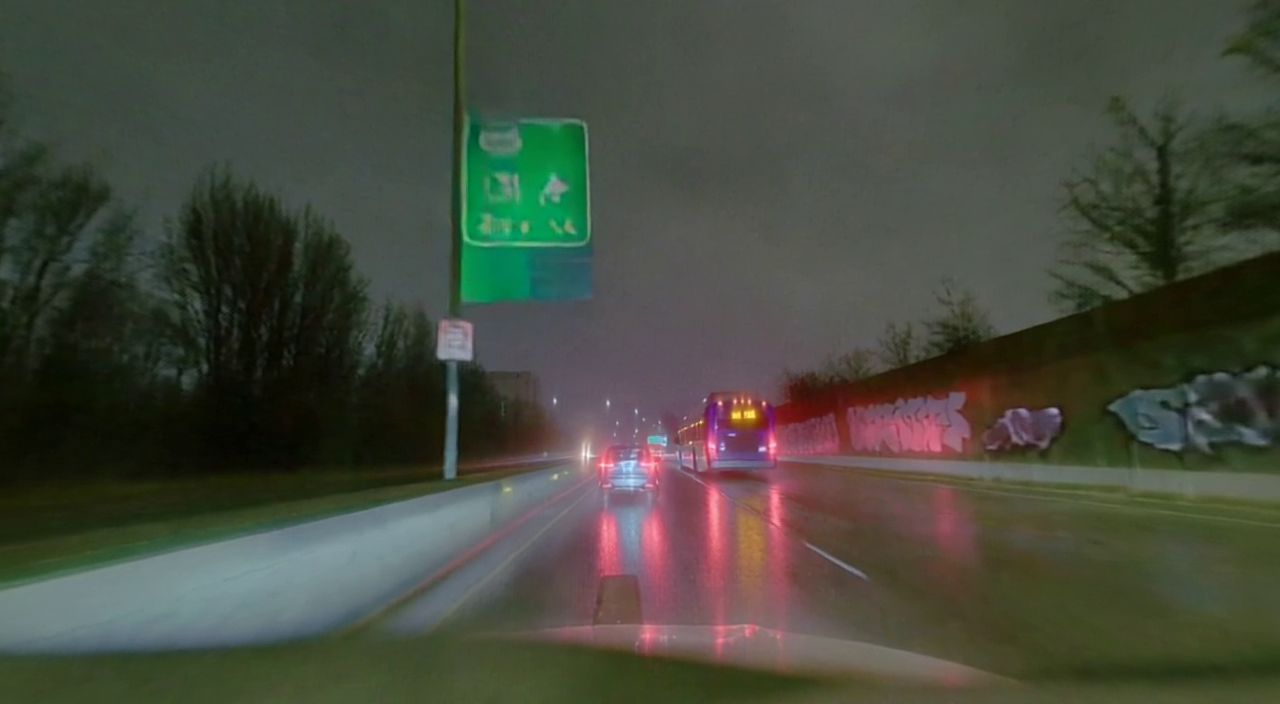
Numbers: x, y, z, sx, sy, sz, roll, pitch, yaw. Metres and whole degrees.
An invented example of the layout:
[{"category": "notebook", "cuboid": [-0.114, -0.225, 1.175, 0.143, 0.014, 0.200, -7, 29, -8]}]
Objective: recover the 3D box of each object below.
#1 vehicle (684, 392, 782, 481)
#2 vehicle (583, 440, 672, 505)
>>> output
[{"category": "vehicle", "cuboid": [4.117, 4.326, 31.262, 3.055, 3.479, 12.521, -1, -9, 0]}, {"category": "vehicle", "cuboid": [-0.289, 3.240, 17.235, 2.160, 1.532, 4.073, -1, -9, 1]}]
